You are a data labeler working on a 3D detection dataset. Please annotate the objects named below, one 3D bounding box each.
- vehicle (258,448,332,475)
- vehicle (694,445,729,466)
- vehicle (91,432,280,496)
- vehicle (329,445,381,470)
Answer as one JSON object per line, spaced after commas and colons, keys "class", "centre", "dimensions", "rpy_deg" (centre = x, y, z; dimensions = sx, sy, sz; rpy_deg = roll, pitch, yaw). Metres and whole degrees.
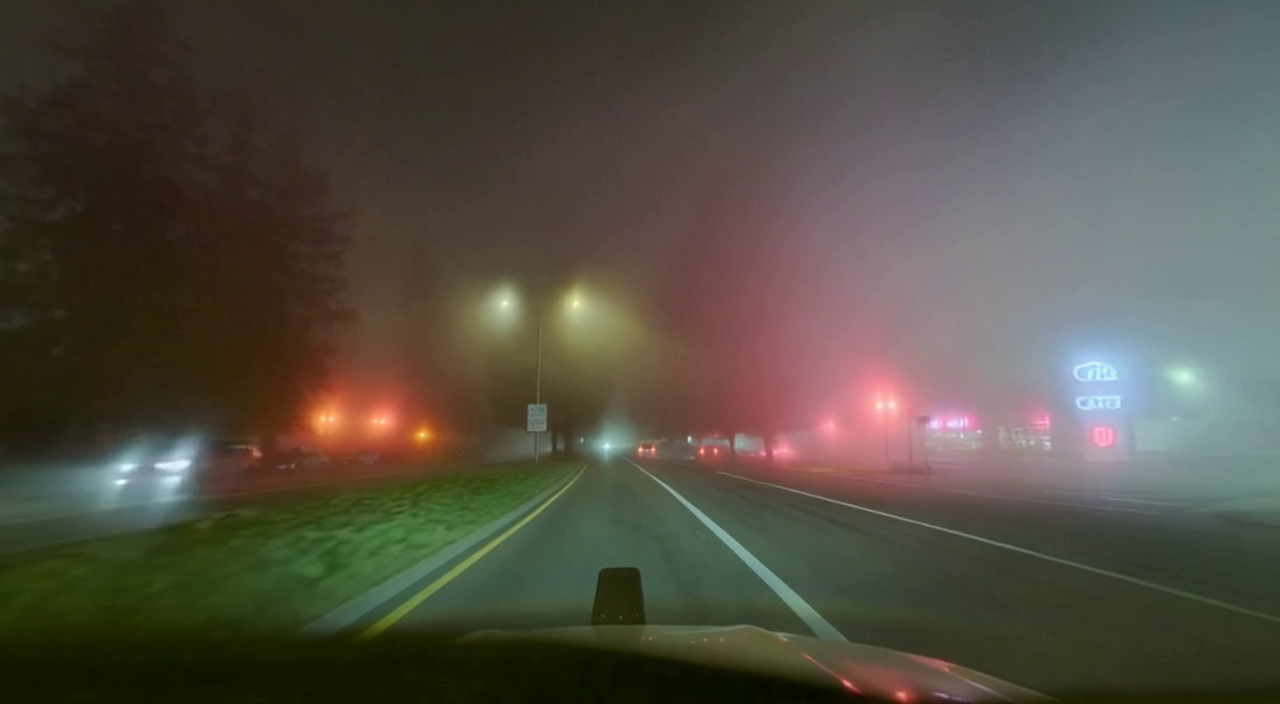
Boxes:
{"class": "vehicle", "centre": [-20.569, 6.542, 37.936], "dimensions": [1.915, 1.477, 4.773], "rpy_deg": [0, -8, -2]}
{"class": "vehicle", "centre": [5.293, 7.701, 47.285], "dimensions": [1.876, 1.474, 4.126], "rpy_deg": [0, -8, -5]}
{"class": "vehicle", "centre": [-14.295, 3.545, 20.420], "dimensions": [2.058, 1.770, 5.291], "rpy_deg": [-1, -8, 1]}
{"class": "vehicle", "centre": [-21.089, 7.794, 46.956], "dimensions": [1.957, 1.643, 4.460], "rpy_deg": [0, -7, -3]}
